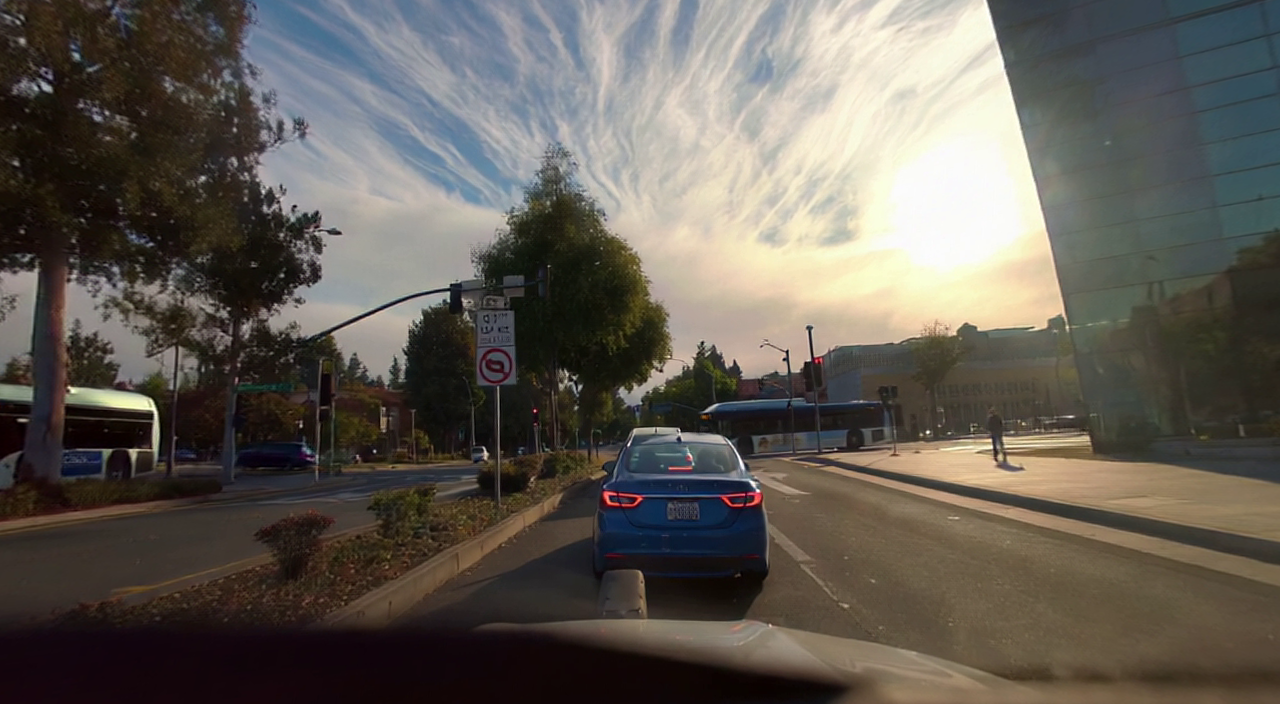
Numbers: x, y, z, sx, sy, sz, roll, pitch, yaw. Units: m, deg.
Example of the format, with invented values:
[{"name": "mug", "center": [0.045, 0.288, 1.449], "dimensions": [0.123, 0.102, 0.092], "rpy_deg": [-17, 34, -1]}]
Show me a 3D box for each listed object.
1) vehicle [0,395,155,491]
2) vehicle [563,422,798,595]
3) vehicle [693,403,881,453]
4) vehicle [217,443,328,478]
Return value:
[{"name": "vehicle", "center": [-25.941, 3.644, 25.324], "dimensions": [2.692, 3.685, 10.153], "rpy_deg": [-3, -9, 20]}, {"name": "vehicle", "center": [0.384, 1.629, 7.383], "dimensions": [2.006, 1.470, 3.799], "rpy_deg": [0, -8, 1]}, {"name": "vehicle", "center": [11.210, 5.960, 49.211], "dimensions": [13.811, 3.706, 2.997], "rpy_deg": [0, -9, 0]}, {"name": "vehicle", "center": [-19.010, 5.604, 32.888], "dimensions": [1.892, 1.645, 4.561], "rpy_deg": [-6, -10, 34]}]
